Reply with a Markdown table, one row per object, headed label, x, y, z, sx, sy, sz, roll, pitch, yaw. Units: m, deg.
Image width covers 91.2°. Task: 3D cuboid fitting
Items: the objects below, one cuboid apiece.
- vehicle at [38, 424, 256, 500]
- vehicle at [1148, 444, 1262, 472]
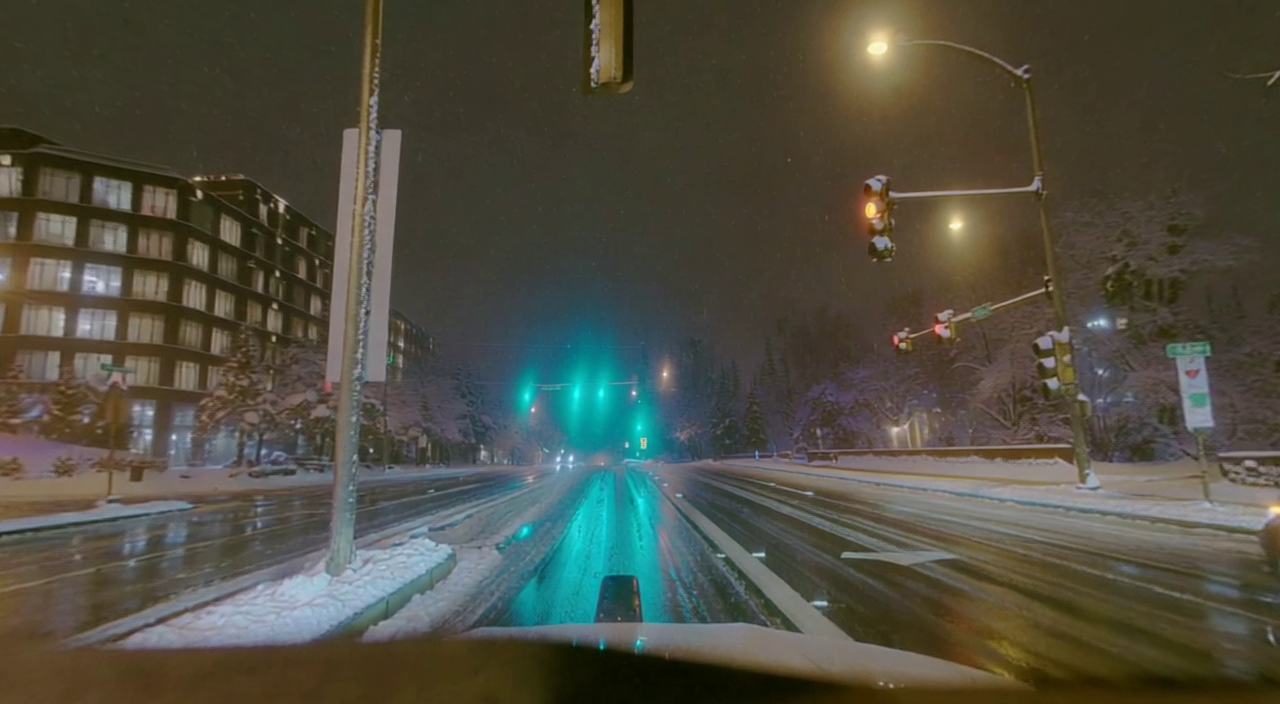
| label | x | y | z | sx | sy | sz | roll | pitch | yaw |
| --- | --- | --- | --- | --- | --- | --- | --- | --- | --- |
| vehicle | -21.573 | 4.827 | 27.792 | 7.088 | 3.096 | 2.678 | 0 | -9 | -3 |
| vehicle | 33.362 | 6.274 | 37.098 | 4.736 | 1.542 | 1.966 | 0 | -9 | 0 |
